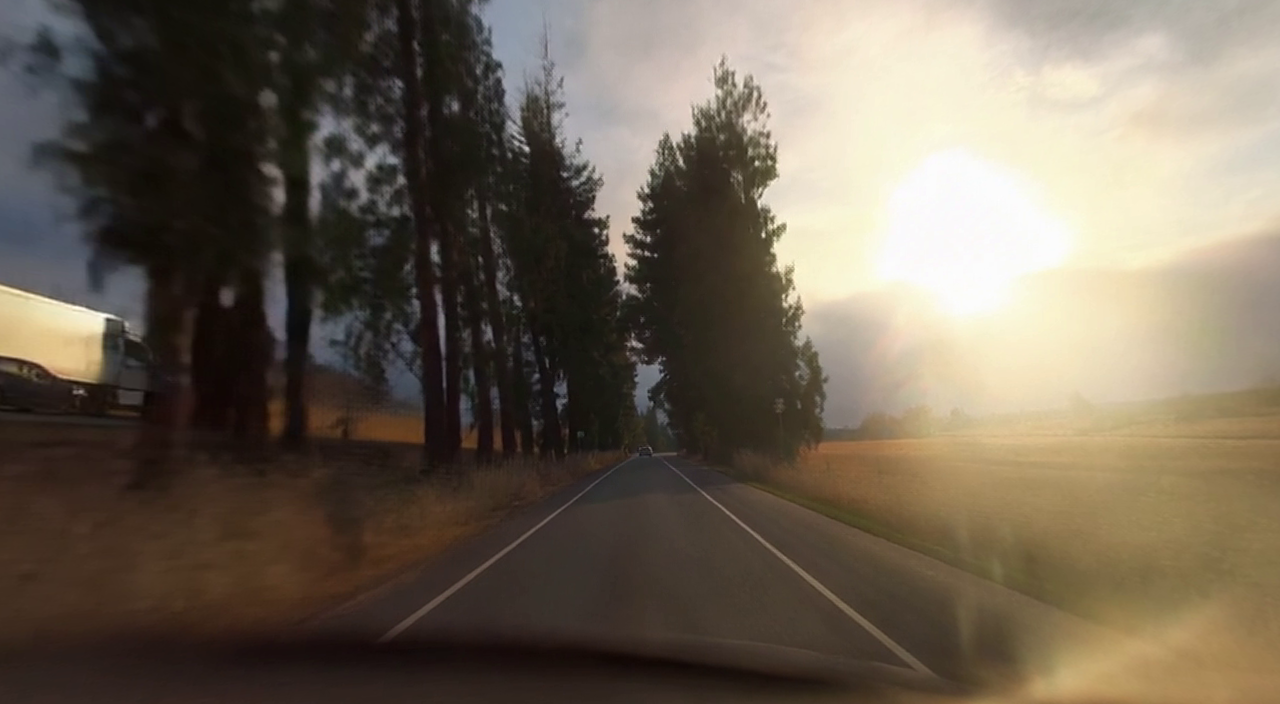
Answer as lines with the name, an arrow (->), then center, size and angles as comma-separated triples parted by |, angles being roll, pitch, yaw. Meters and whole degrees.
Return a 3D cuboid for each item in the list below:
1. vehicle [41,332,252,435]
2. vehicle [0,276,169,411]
vehicle -> -23.527, 1.809, 31.004 | 3.022, 4.324, 8.607 | -1, -6, 3
vehicle -> -24.448, -0.738, 21.478 | 3.314, 4.163, 16.558 | -1, -10, 3
